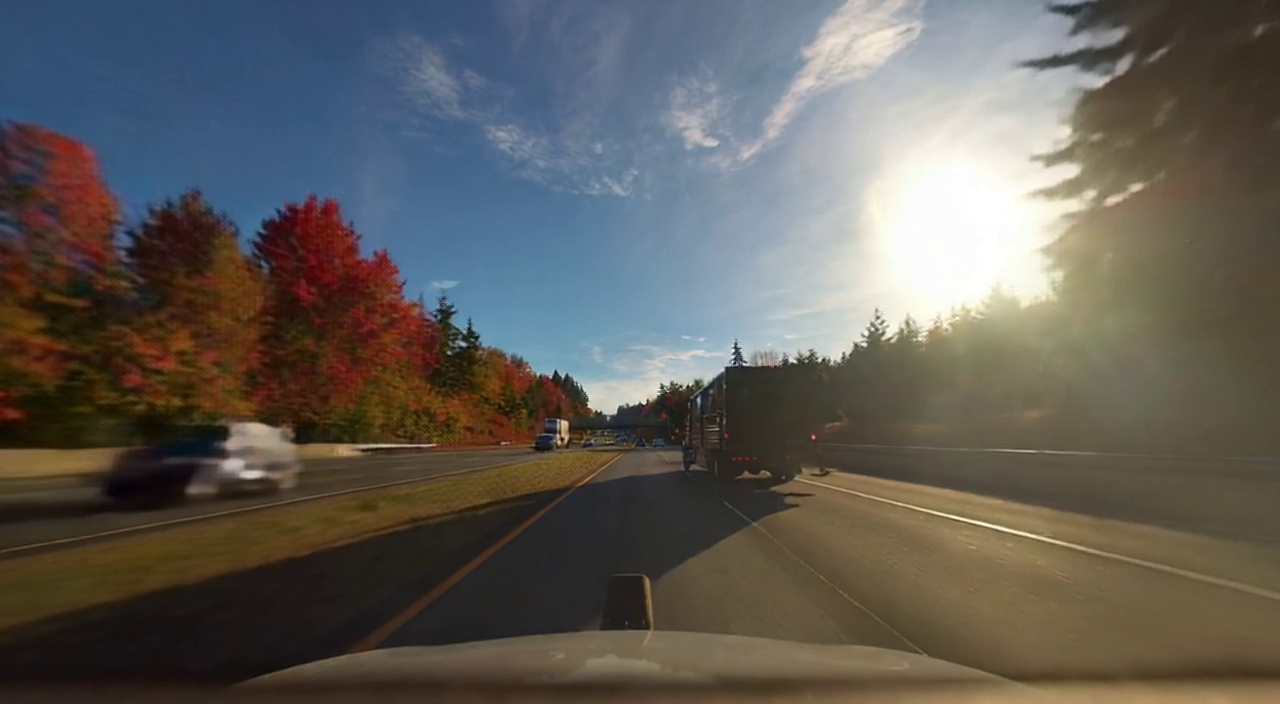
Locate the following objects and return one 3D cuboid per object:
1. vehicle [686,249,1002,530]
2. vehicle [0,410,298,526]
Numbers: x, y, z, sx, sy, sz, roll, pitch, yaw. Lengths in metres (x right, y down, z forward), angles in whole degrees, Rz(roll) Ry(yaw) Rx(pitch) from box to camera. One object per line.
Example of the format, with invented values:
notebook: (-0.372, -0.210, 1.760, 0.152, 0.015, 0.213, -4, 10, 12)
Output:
vehicle: (3.570, 1.508, 16.572, 3.691, 4.331, 13.909, 0, -8, 0)
vehicle: (-8.207, 1.894, 10.799, 1.986, 1.541, 4.670, 0, -8, 1)
